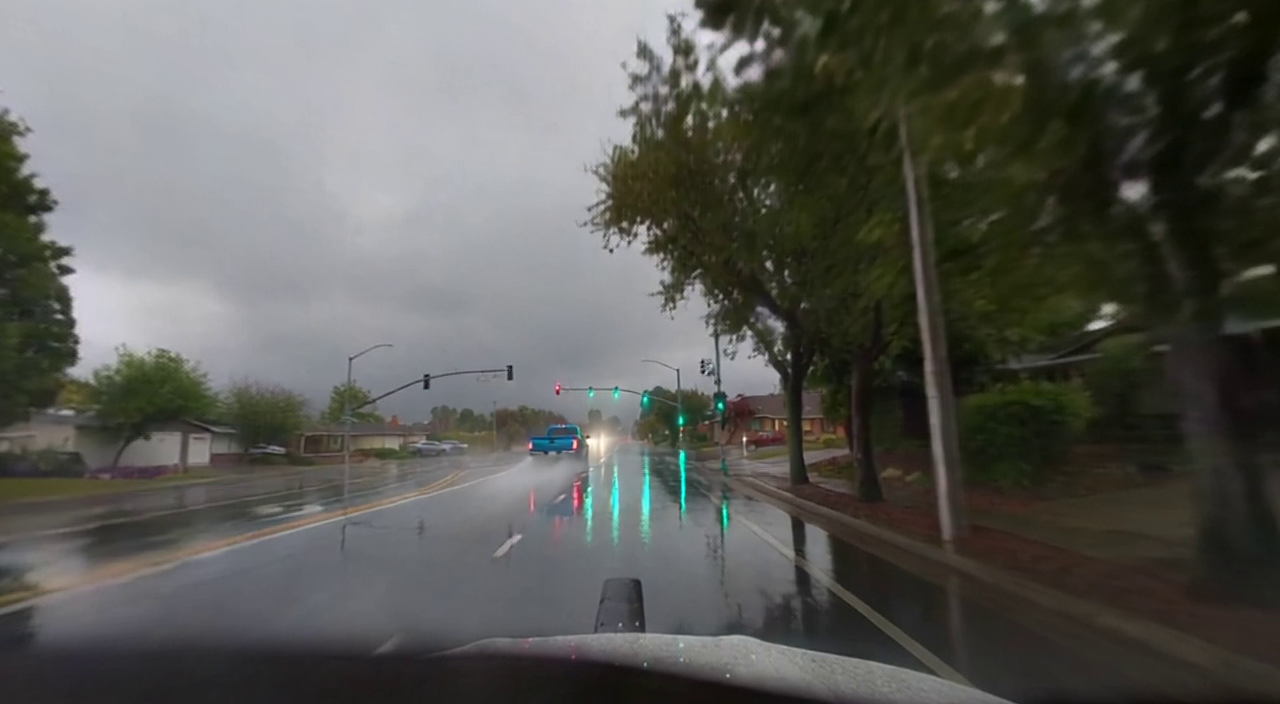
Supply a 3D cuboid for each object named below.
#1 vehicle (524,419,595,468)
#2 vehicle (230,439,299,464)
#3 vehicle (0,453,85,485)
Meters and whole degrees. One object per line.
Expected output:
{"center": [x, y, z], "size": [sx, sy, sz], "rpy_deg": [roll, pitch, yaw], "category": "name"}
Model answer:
{"center": [-3.583, 4.233, 29.333], "size": [2.508, 2.001, 5.880], "rpy_deg": [0, -8, 0], "category": "vehicle"}
{"center": [-28.872, 7.697, 48.647], "size": [4.092, 1.624, 1.965], "rpy_deg": [-1, -11, -12], "category": "vehicle"}
{"center": [-30.283, 5.677, 30.774], "size": [4.506, 1.453, 2.108], "rpy_deg": [0, -8, 1], "category": "vehicle"}
